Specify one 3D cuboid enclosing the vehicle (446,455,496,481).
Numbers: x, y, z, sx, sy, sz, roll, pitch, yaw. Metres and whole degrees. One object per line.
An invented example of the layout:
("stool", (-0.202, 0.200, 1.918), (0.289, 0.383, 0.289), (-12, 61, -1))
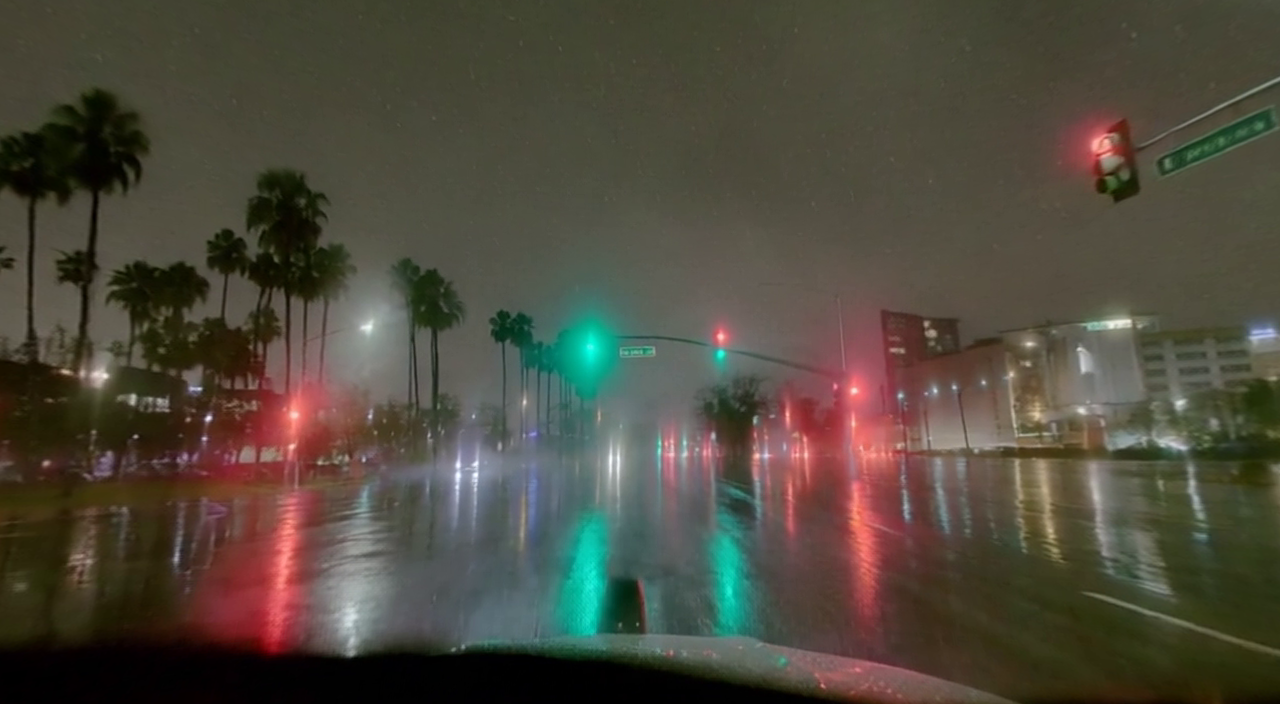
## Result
("vehicle", (-10.756, 7.405, 40.532), (2.149, 1.477, 4.186), (0, -9, -2))
